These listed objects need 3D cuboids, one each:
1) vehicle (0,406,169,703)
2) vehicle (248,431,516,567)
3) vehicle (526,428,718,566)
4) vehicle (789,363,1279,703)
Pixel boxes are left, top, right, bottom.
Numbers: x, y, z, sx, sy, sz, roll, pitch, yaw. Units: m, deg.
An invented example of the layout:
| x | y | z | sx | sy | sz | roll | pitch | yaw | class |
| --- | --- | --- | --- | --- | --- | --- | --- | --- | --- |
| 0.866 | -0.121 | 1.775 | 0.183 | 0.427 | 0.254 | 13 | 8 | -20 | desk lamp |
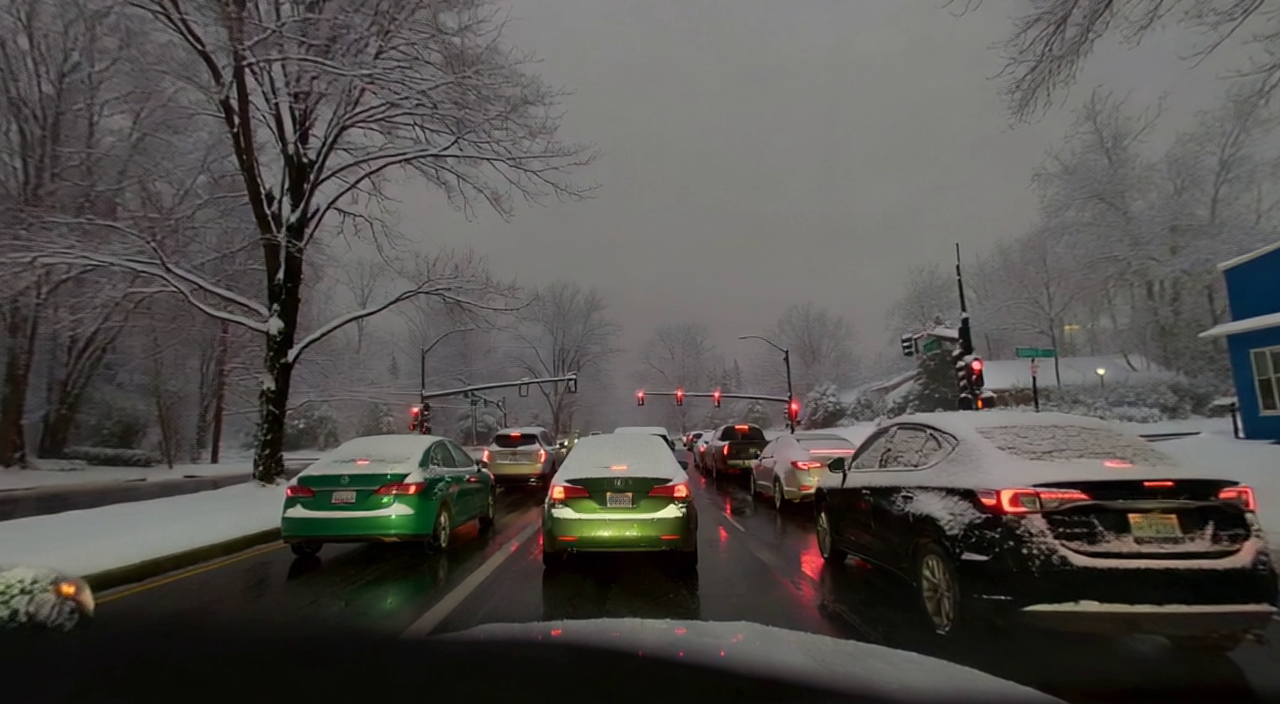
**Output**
| x | y | z | sx | sy | sz | roll | pitch | yaw | class |
| --- | --- | --- | --- | --- | --- | --- | --- | --- | --- |
| -3.353 | 0.710 | 0.853 | 1.863 | 1.448 | 4.697 | 0 | -8 | -1 | vehicle |
| -3.202 | 1.893 | 8.944 | 1.917 | 1.441 | 4.128 | -1 | -8 | 2 | vehicle |
| -0.205 | 1.831 | 8.713 | 2.041 | 1.450 | 3.847 | 0 | -8 | 0 | vehicle |
| 3.003 | 1.239 | 5.476 | 2.196 | 1.676 | 4.865 | 0 | -8 | 0 | vehicle |
